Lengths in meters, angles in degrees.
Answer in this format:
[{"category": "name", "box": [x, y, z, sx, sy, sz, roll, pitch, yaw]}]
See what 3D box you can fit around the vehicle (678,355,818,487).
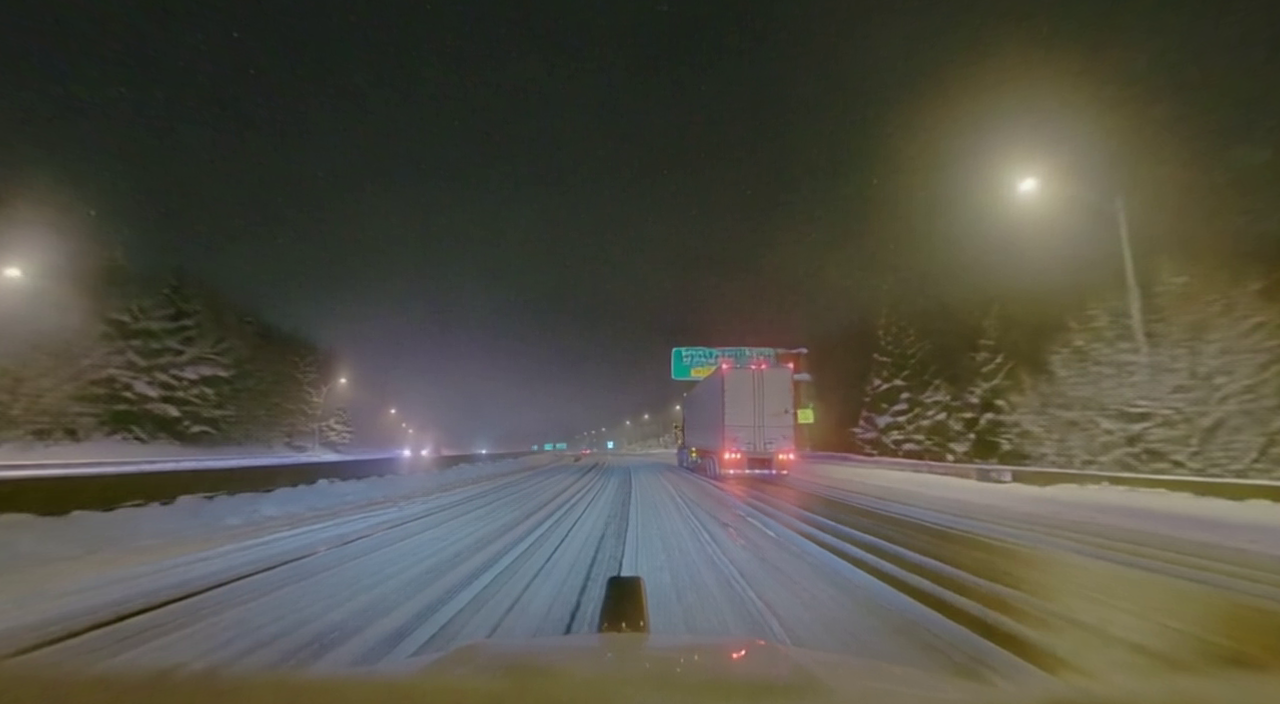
[{"category": "vehicle", "box": [3.970, 3.501, 29.236, 2.932, 4.205, 18.253, 0, -8, -1]}]
